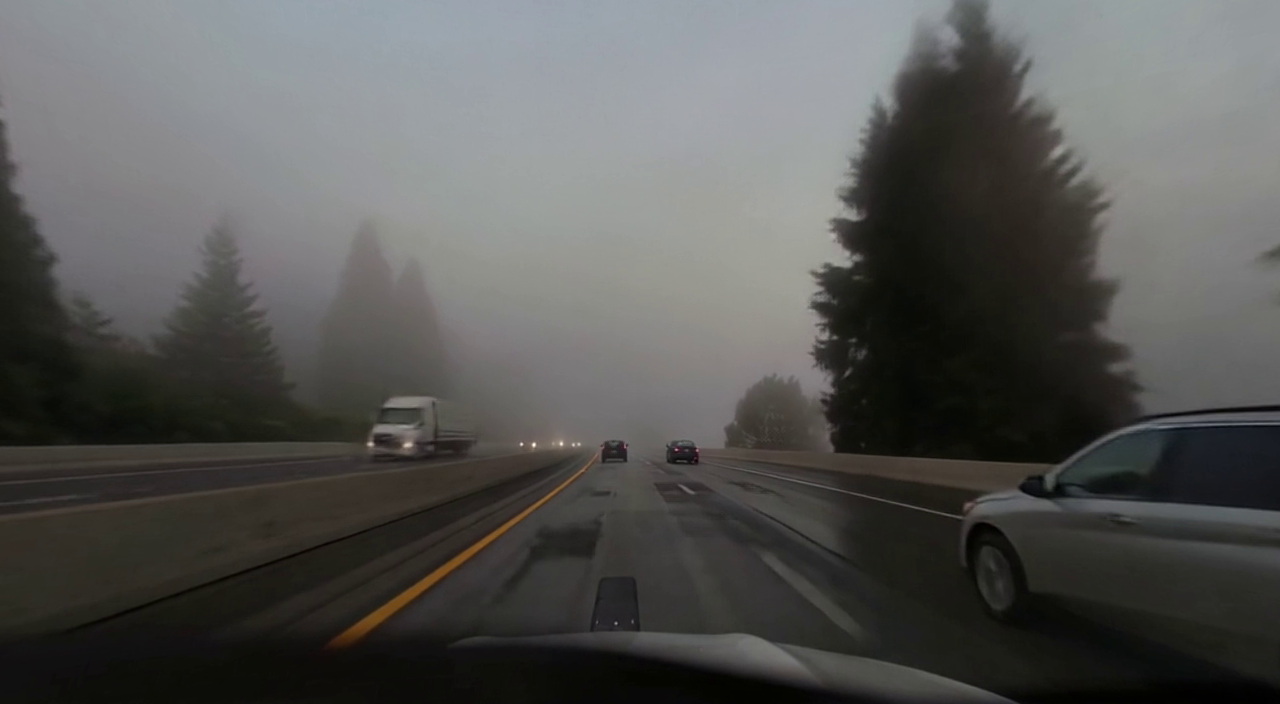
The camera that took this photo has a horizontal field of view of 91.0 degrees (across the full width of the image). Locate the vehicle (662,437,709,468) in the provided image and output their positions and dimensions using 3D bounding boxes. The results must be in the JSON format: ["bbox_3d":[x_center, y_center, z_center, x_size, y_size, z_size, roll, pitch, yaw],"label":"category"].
[{"bbox_3d":[2.394,5.431,34.104,2.146,1.546,3.796,0,-8,-1],"label":"vehicle"}]

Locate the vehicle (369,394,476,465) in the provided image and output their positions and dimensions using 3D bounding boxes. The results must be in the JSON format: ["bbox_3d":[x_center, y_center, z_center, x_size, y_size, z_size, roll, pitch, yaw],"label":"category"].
[{"bbox_3d":[-12.420,4.653,37.039,3.188,3.647,8.856,0,-8,-1],"label":"vehicle"}]

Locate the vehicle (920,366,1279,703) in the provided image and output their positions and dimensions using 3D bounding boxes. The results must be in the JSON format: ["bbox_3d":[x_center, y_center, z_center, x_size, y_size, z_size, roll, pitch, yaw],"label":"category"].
[{"bbox_3d":[3.379,0.874,2.602,2.055,1.566,5.046,0,-8,-1],"label":"vehicle"}]

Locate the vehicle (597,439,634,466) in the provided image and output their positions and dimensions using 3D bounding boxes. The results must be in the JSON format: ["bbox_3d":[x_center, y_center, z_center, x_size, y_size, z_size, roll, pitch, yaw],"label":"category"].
[{"bbox_3d":[-1.563,6.259,39.433,2.178,1.559,4.254,0,-8,-3],"label":"vehicle"}]
